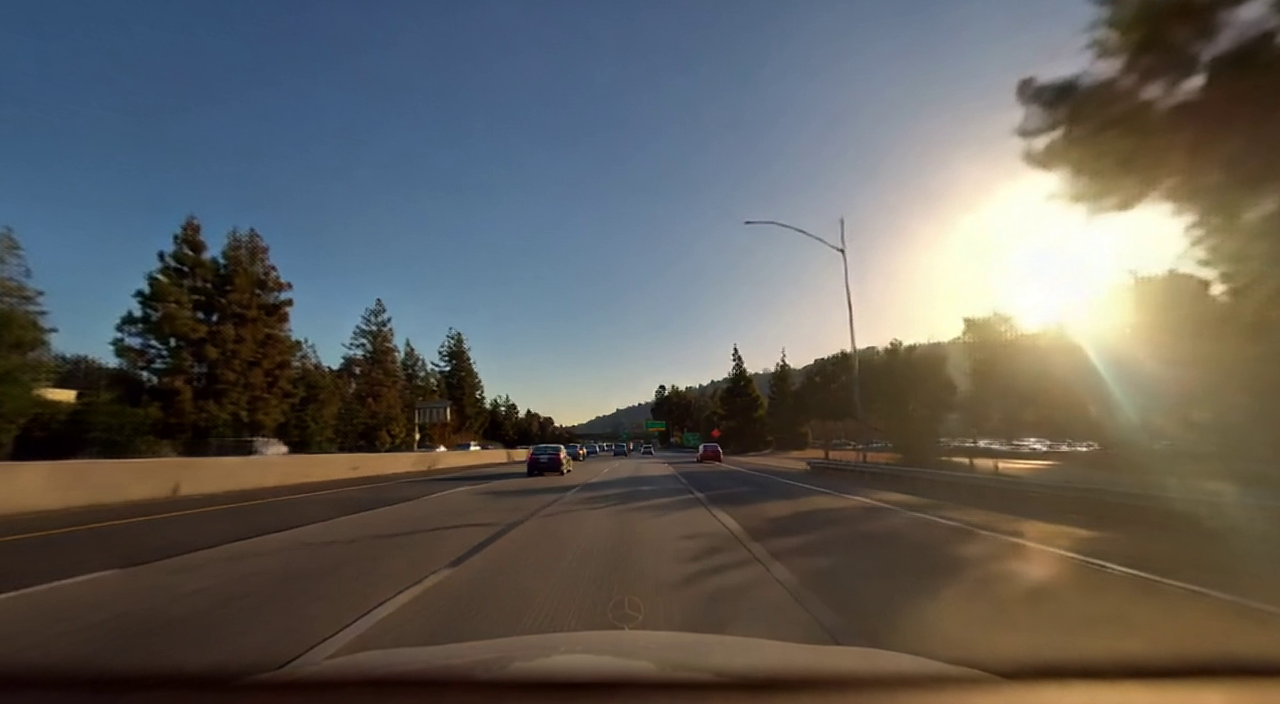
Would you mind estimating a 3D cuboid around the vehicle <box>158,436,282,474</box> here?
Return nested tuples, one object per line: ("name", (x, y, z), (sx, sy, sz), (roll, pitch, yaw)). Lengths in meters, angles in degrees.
("vehicle", (-20.977, 5.160, 31.927), (2.254, 1.745, 5.708), (0, -8, 1))

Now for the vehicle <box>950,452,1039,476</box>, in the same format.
("vehicle", (22.900, 7.235, 40.834), (4.578, 1.468, 2.021), (0, -8, -4))

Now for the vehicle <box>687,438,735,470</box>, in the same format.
("vehicle", (4.039, 5.860, 36.467), (2.229, 1.704, 4.392), (0, -8, 0))

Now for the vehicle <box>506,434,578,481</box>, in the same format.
("vehicle", (-3.889, 4.305, 25.927), (2.196, 1.733, 4.355), (0, -8, 1))
